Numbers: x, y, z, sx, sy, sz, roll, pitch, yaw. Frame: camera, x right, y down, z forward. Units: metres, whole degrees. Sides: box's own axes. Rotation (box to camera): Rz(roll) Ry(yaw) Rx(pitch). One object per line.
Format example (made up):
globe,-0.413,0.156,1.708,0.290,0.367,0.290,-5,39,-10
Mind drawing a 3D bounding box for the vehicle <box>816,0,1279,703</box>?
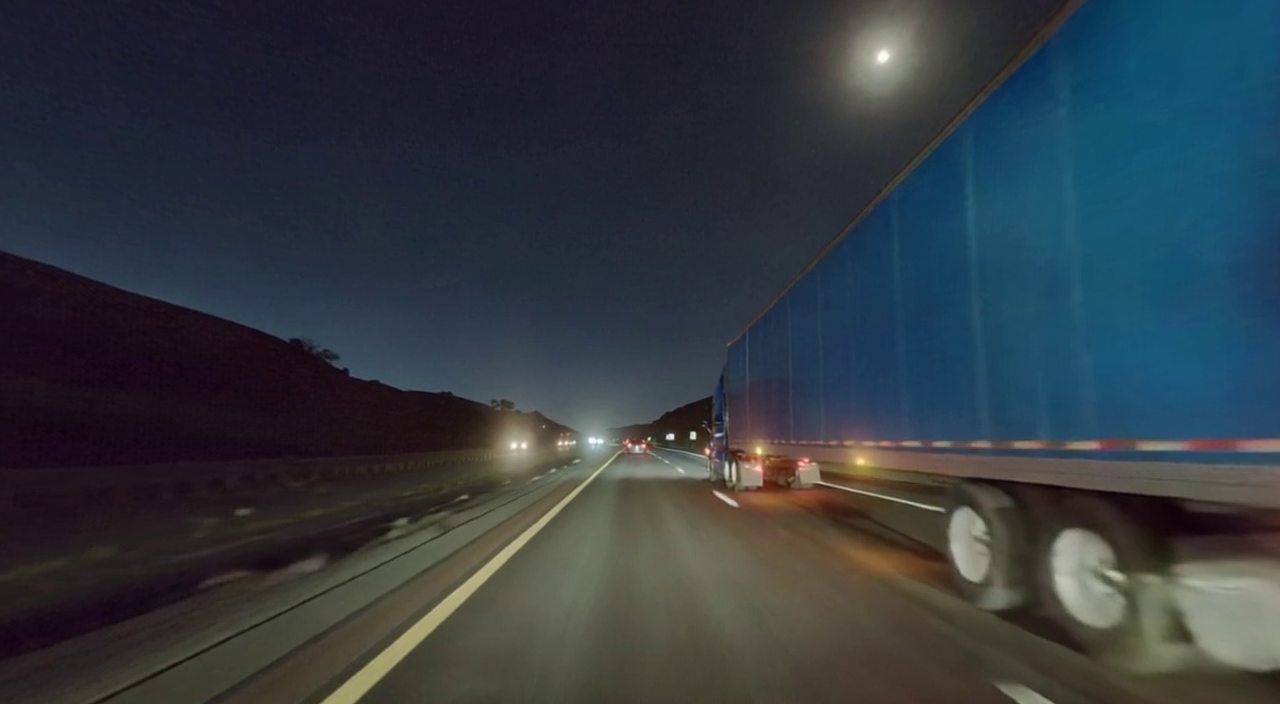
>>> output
vehicle,4.134,-0.164,4.250,3.039,4.342,9.556,0,-8,0
